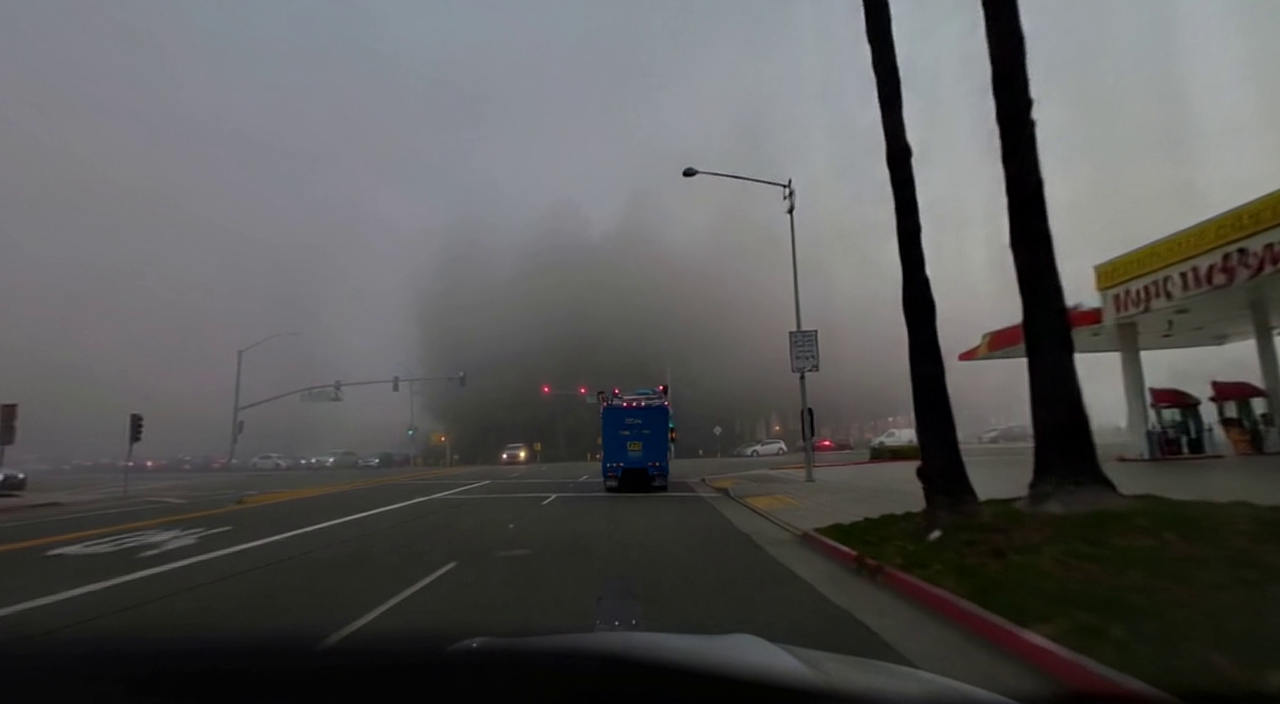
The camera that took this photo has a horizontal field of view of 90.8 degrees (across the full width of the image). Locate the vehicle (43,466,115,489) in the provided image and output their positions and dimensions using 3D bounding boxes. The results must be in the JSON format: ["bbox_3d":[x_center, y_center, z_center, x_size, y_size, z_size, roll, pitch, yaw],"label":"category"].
[{"bbox_3d":[-38.183,8.557,43.098,1.713,1.362,3.605,0,-8,-2],"label":"vehicle"}]

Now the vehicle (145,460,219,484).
[{"bbox_3d":[-31.164,8.164,43.164,1.766,1.428,4.337,0,-8,1],"label":"vehicle"}]

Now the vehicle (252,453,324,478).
[{"bbox_3d":[-27.645,8.923,49.698,4.583,1.556,1.893,-4,-8,-1],"label":"vehicle"}]

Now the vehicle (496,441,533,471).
[{"bbox_3d":[-7.592,6.321,38.584,1.997,1.679,4.263,1,-8,-9],"label":"vehicle"}]

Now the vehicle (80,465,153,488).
[{"bbox_3d":[-35.903,8.507,43.421,1.834,1.383,3.707,0,-8,-1],"label":"vehicle"}]

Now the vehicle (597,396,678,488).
[{"bbox_3d":[0.094,3.355,23.506,2.463,2.954,5.938,-1,-8,5],"label":"vehicle"}]
